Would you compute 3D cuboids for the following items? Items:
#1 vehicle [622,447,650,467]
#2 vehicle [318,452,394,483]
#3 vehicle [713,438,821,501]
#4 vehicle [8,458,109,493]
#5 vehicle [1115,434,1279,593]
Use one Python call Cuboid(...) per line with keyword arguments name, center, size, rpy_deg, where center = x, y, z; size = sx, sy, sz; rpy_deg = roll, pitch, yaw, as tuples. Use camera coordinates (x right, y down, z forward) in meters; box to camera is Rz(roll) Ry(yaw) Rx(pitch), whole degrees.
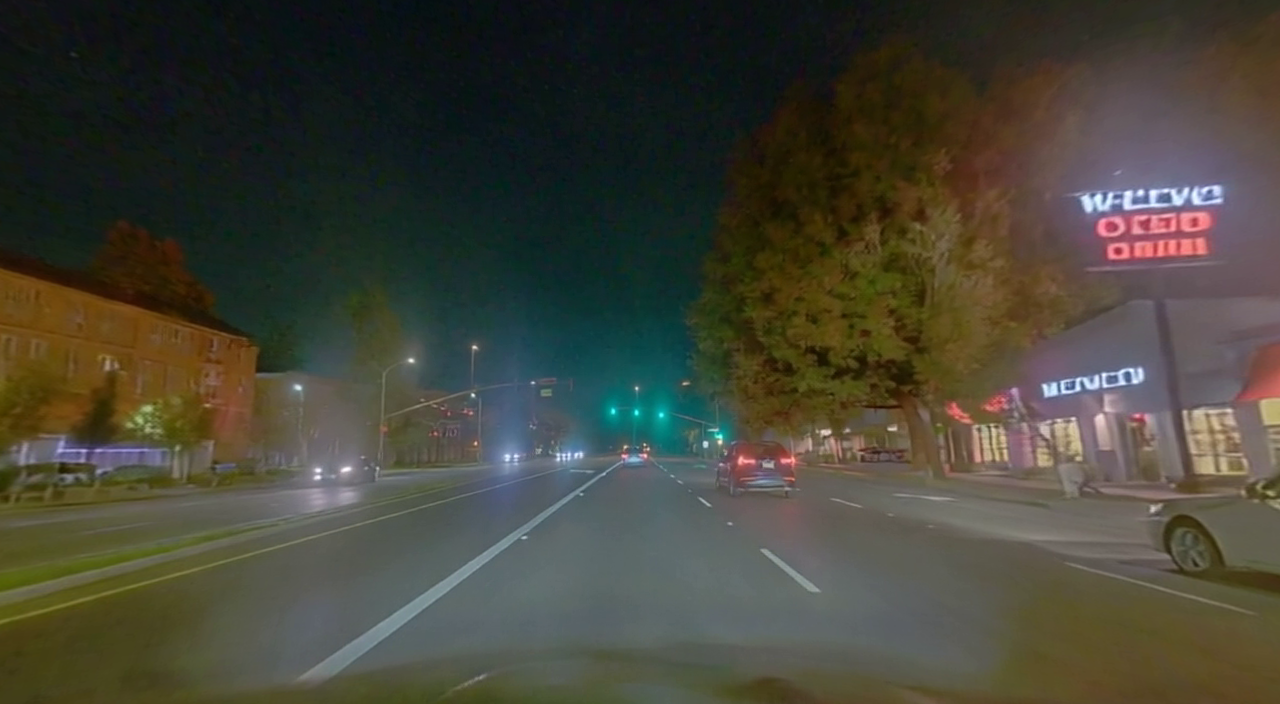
Cuboid(name="vehicle", center=(-0.283, 8.059, 48.815), size=(2.052, 1.461, 4.324), rpy_deg=(0, -8, 0))
Cuboid(name="vehicle", center=(-15.303, 6.225, 34.309), size=(1.908, 1.486, 4.629), rpy_deg=(0, -8, 1))
Cuboid(name="vehicle", center=(3.486, 3.308, 18.289), size=(2.072, 1.545, 4.578), rpy_deg=(0, -8, -1))
Cuboid(name="vehicle", center=(-33.034, 6.973, 36.130), size=(1.856, 1.675, 5.356), rpy_deg=(2, -9, -15))
Cuboid(name="vehicle", center=(6.900, 1.439, 5.487), size=(1.952, 1.449, 4.544), rpy_deg=(0, -8, -1))
